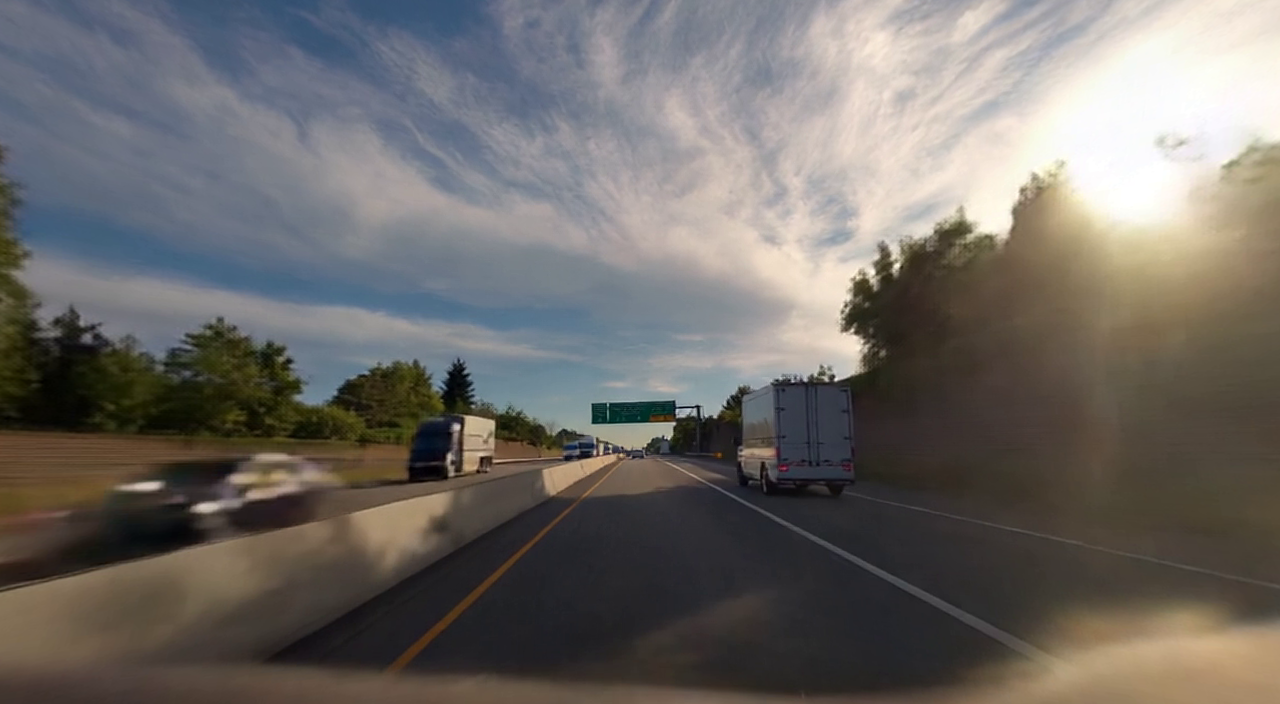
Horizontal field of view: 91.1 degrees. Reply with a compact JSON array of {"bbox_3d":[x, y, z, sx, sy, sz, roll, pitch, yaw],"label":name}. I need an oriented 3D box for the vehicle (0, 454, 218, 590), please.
[{"bbox_3d":[-7.872,2.127,8.482,1.800,1.441,3.633,0,-9,0],"label":"vehicle"}]

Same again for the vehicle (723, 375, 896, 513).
[{"bbox_3d":[3.933,2.398,16.374,2.449,2.805,6.763,0,-9,-1],"label":"vehicle"}]

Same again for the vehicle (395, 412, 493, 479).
[{"bbox_3d":[-12.814,6.326,42.398,3.343,3.928,10.064,0,-9,0],"label":"vehicle"}]
